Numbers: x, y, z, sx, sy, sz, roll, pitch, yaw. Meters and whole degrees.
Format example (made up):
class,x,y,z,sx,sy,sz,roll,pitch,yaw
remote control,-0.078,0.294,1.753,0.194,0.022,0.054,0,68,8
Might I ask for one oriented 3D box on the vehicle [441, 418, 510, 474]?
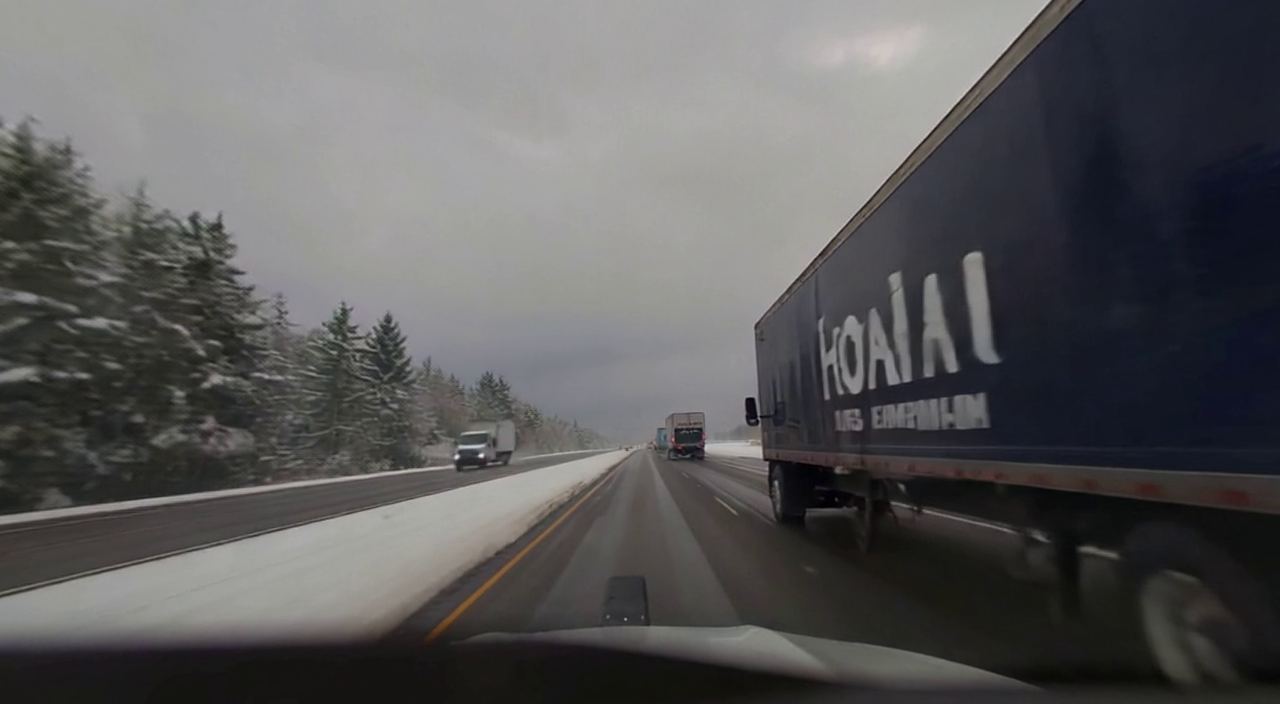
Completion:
class,x,y,z,sx,sy,sz,roll,pitch,yaw
vehicle,-11.127,6.450,43.321,2.698,3.465,7.279,0,-8,1

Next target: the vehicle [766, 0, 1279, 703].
class,x,y,z,sx,sy,sz,roll,pitch,yaw
vehicle,4.107,0.193,5.750,2.911,4.117,14.683,0,-8,0
